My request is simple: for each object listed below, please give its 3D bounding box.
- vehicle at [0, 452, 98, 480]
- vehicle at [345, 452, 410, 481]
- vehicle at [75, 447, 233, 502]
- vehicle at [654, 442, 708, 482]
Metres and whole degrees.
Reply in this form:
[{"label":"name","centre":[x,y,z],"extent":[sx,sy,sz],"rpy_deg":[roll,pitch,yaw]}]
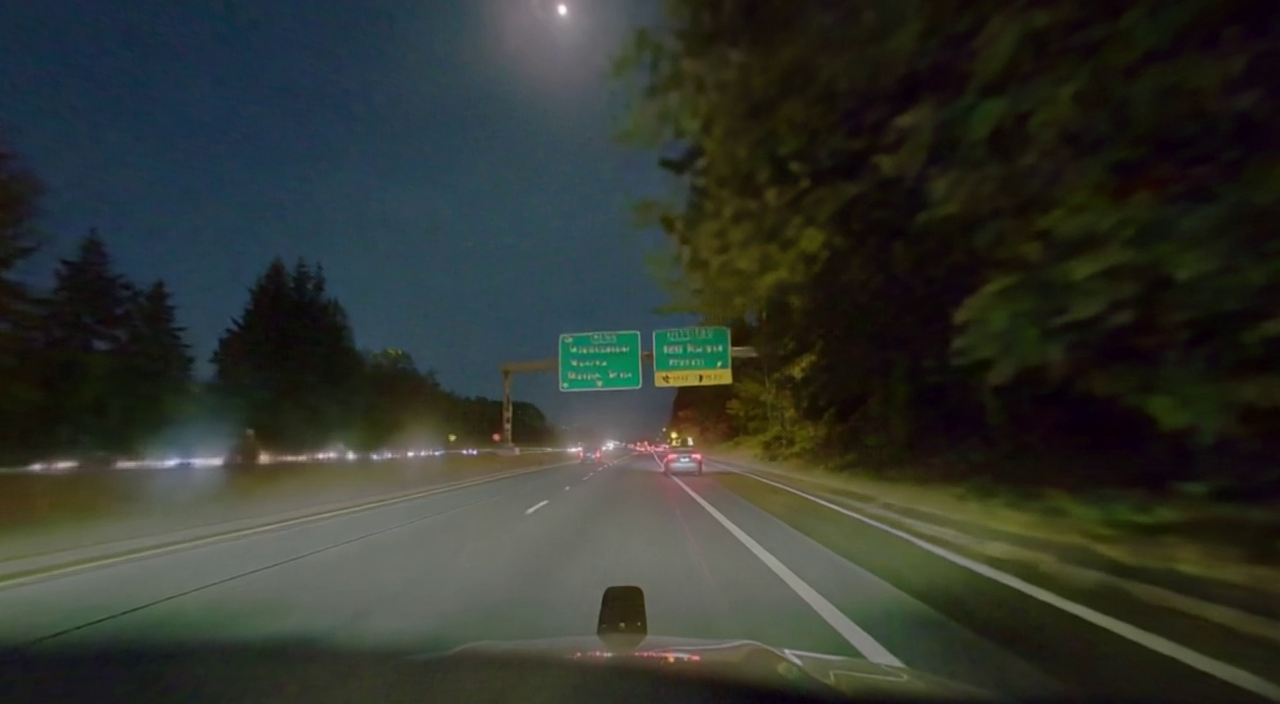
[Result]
[{"label":"vehicle","centre":[-33.464,6.430,35.678],"extent":[1.849,1.454,4.253],"rpy_deg":[0,-9,-3]},{"label":"vehicle","centre":[-13.752,5.994,33.285],"extent":[1.824,1.440,3.956],"rpy_deg":[0,-9,-1]},{"label":"vehicle","centre":[-16.443,4.128,21.686],"extent":[1.949,1.656,4.285],"rpy_deg":[0,-9,0]},{"label":"vehicle","centre":[1.568,4.352,25.168],"extent":[1.960,1.456,3.818],"rpy_deg":[0,-9,1]}]
